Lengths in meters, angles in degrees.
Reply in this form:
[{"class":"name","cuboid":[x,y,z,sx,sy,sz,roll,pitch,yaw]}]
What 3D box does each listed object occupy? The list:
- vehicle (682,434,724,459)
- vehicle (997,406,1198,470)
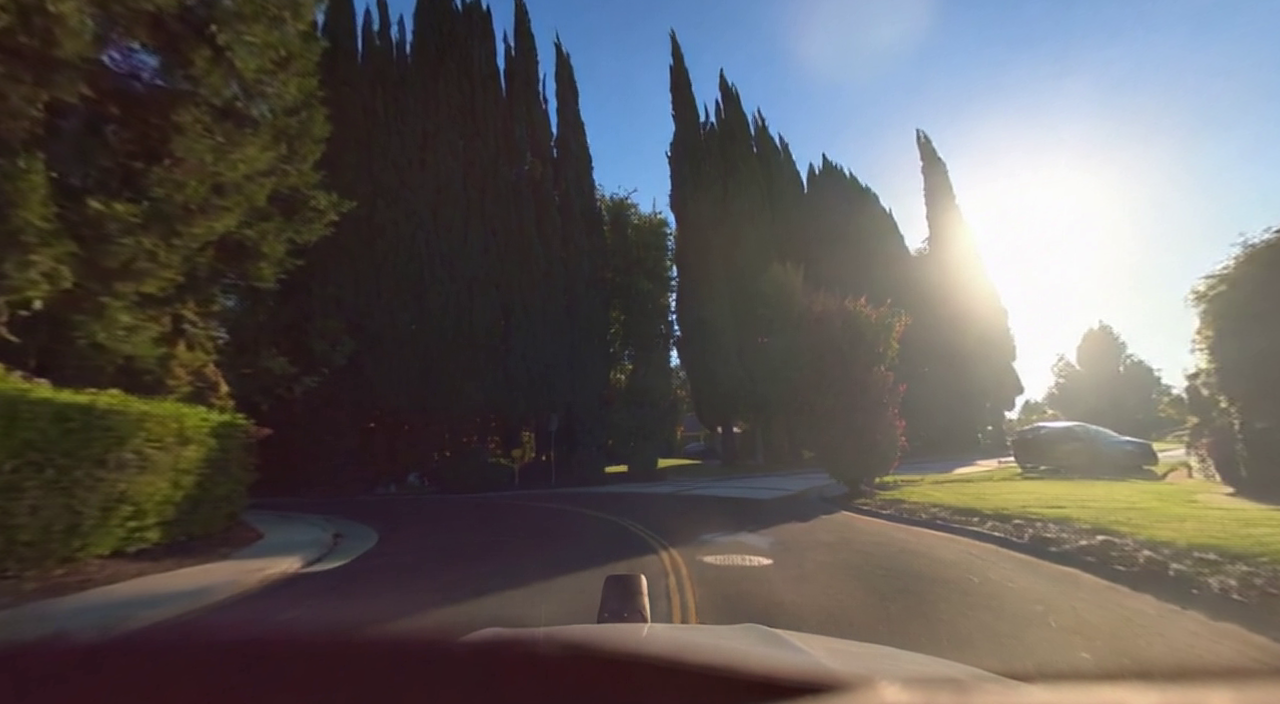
[{"class":"vehicle","cuboid":[4.265,6.450,43.108,1.802,1.548,3.501,3,-8,-13]},{"class":"vehicle","cuboid":[14.258,2.747,20.093,2.023,1.756,4.799,2,-8,-17]}]
